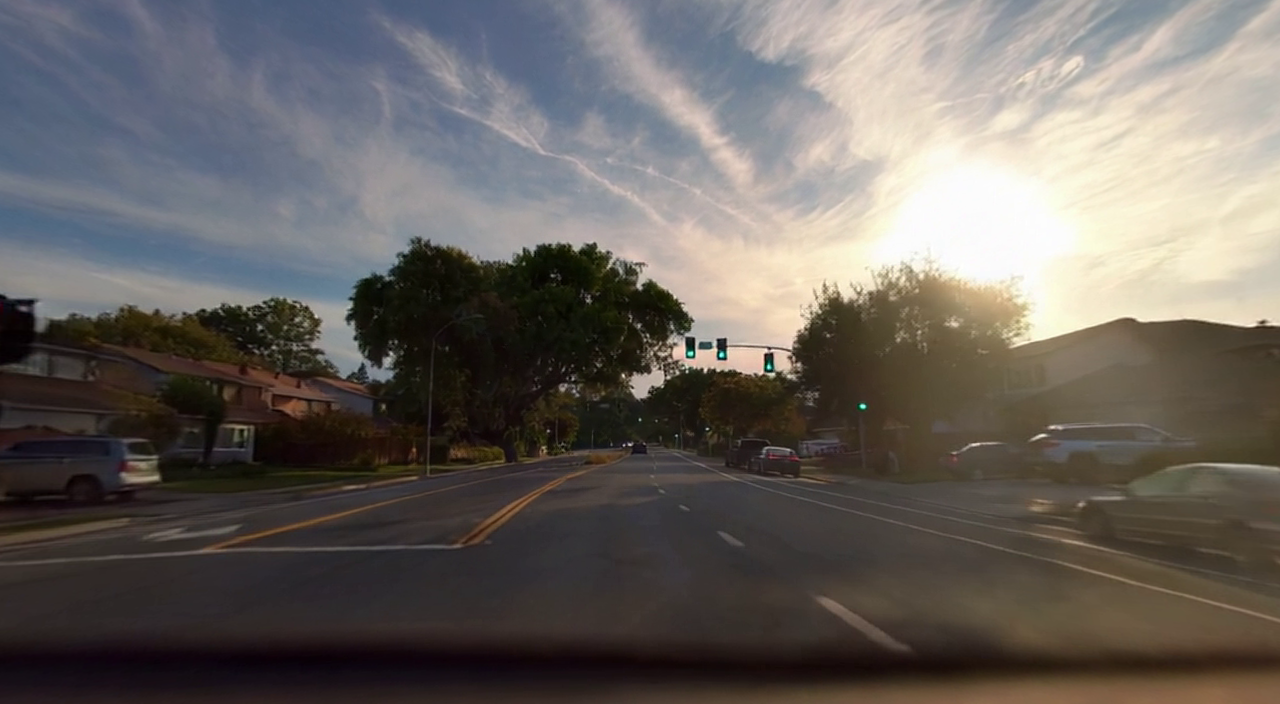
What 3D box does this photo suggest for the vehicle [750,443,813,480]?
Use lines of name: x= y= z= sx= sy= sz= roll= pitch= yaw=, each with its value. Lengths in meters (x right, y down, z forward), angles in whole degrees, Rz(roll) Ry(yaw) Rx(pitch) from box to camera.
vehicle: x=7.023 y=5.458 z=31.781 sx=2.064 sy=1.498 sz=4.877 roll=5 pitch=-8 yaw=2

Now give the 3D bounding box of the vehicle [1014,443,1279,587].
vehicle: x=7.676 y=2.073 z=8.671 sx=1.934 sy=1.504 sz=4.928 roll=4 pitch=-9 yaw=-3

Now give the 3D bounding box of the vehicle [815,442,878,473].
vehicle: x=10.936 y=5.613 z=33.795 sx=1.925 sy=1.490 sz=4.475 roll=-1 pitch=-9 yaw=2

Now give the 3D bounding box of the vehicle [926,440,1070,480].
vehicle: x=13.692 y=4.143 z=24.374 sx=4.366 sy=1.457 sz=1.910 roll=-1 pitch=-8 yaw=3

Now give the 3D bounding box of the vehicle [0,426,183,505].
vehicle: x=-17.547 y=3.389 z=19.224 sx=5.096 sy=2.070 sz=2.687 roll=2 pitch=-9 yaw=2
